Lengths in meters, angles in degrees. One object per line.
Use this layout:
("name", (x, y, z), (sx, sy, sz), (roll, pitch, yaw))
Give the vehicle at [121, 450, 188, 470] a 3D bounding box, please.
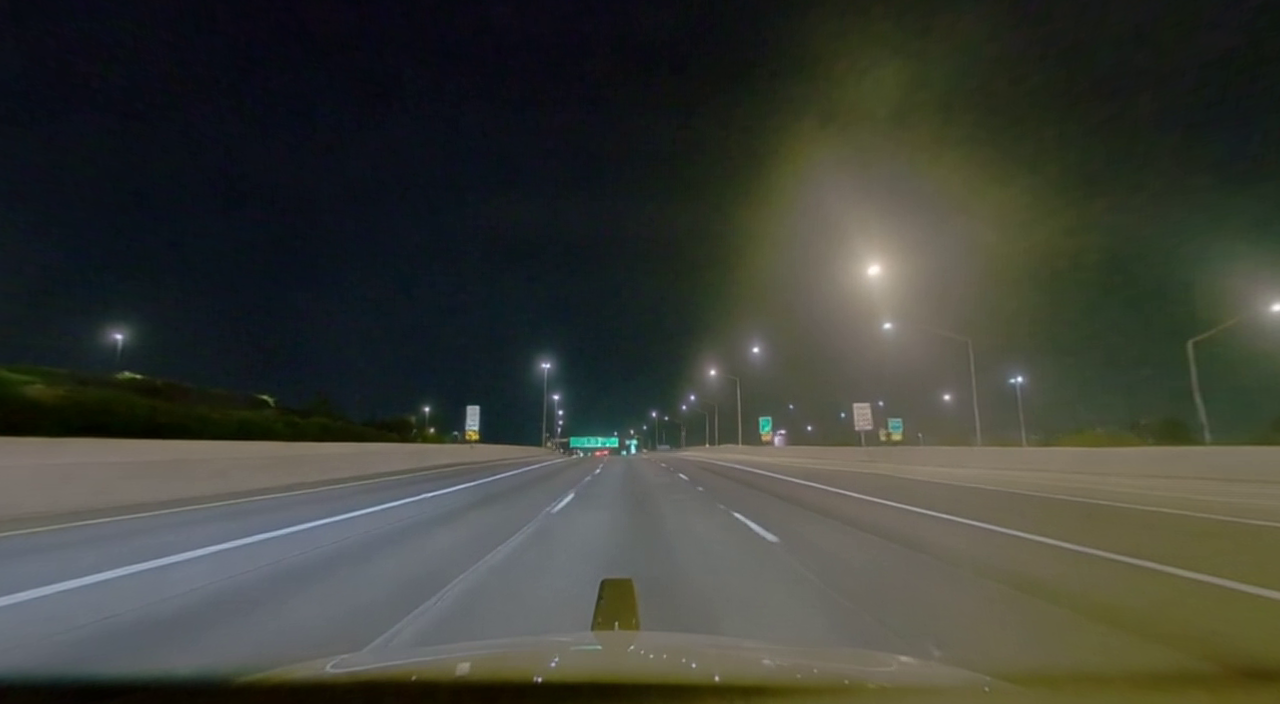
("vehicle", (-37.970, 8.442, 49.584), (1.790, 1.451, 4.558), (0, -9, -2))
